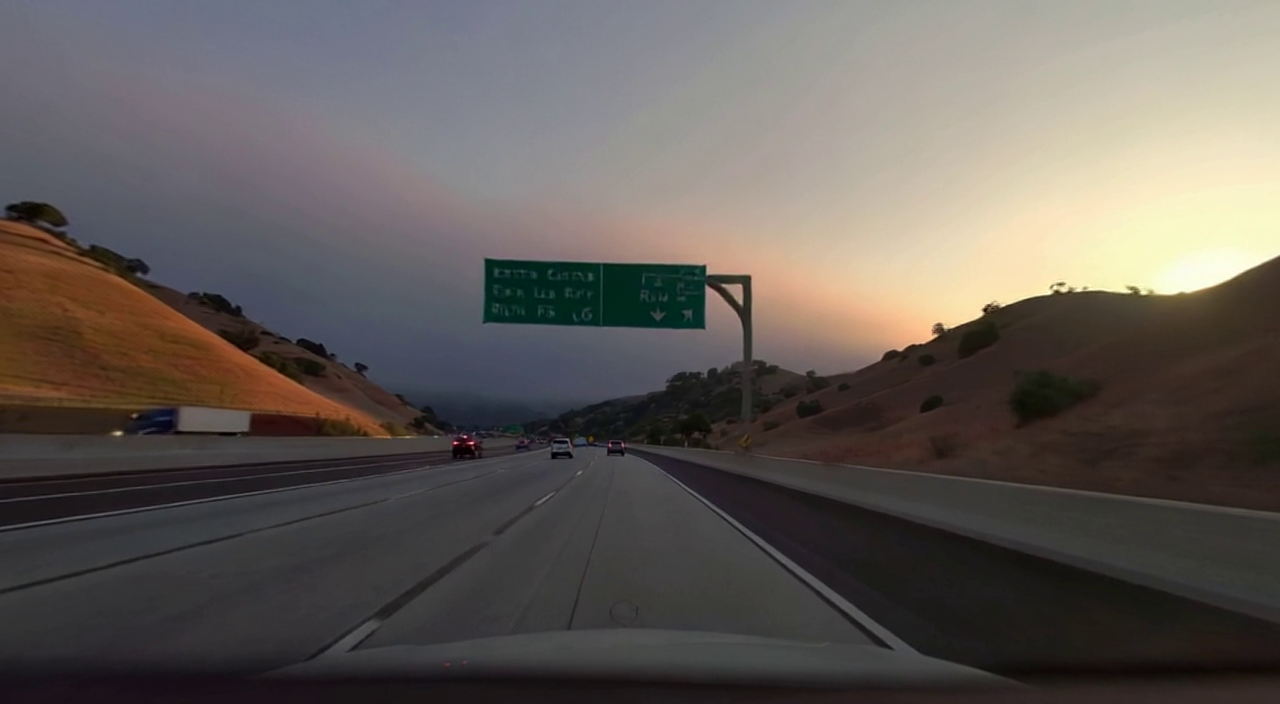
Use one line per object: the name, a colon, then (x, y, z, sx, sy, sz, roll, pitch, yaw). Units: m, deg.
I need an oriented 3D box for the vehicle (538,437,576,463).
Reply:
vehicle: (-5.374, 6.419, 41.308, 2.060, 1.631, 4.214, 0, -9, -1)

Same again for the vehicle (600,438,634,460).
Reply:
vehicle: (-1.748, 7.332, 47.636, 2.421, 1.594, 4.248, 0, -9, -2)

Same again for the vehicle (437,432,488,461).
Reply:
vehicle: (-12.445, 6.692, 44.508, 2.219, 1.923, 4.985, 0, -9, -1)
